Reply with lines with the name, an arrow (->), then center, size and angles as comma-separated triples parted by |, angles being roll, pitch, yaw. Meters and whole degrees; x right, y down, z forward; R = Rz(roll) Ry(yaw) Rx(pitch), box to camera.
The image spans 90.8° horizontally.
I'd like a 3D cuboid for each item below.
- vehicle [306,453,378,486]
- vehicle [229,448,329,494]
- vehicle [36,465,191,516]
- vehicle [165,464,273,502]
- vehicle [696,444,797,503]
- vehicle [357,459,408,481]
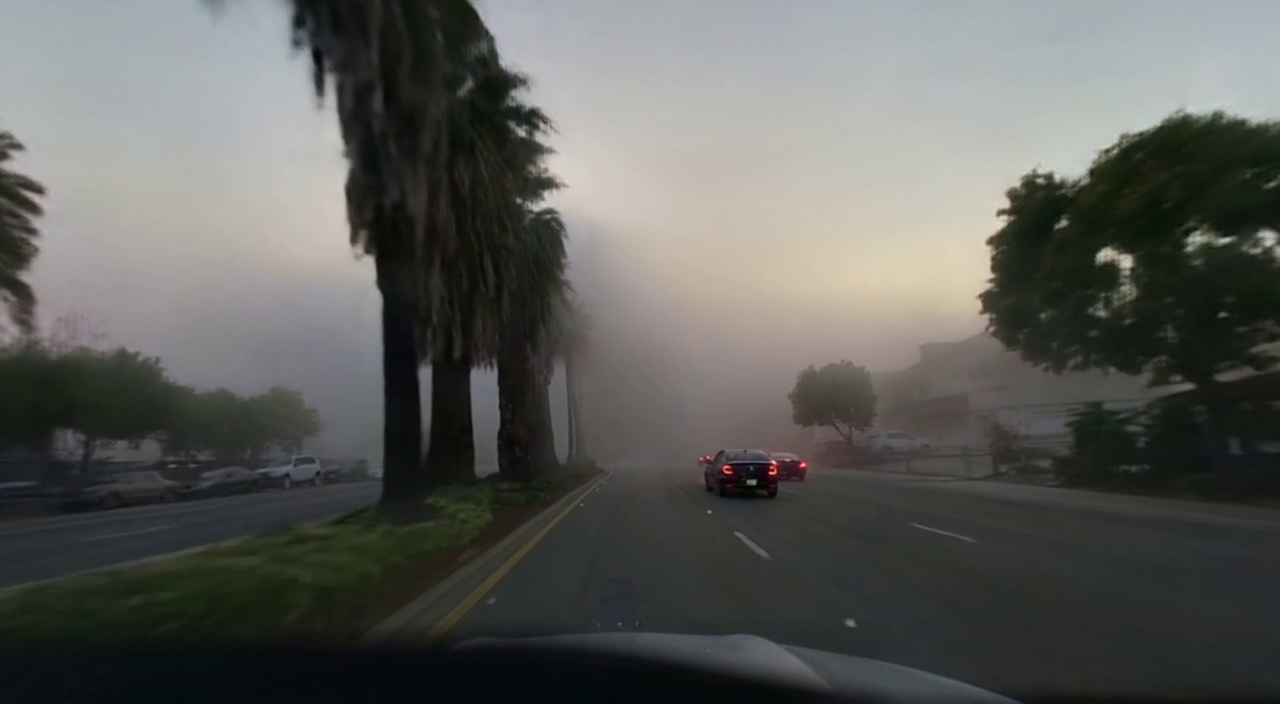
vehicle -> -19.216, 7.583, 41.078 | 2.056, 1.946, 5.498 | 0, -9, -1
vehicle -> -19.288, 6.342, 34.112 | 2.344, 2.232, 5.170 | 0, -9, 0
vehicle -> -18.969, 4.977, 23.089 | 1.811, 1.539, 4.560 | 0, -9, -2
vehicle -> -18.838, 5.861, 28.583 | 1.828, 1.472, 4.464 | 0, -9, 0
vehicle -> 2.918, 3.443, 18.396 | 1.989, 1.492, 4.689 | 0, -9, -2
vehicle -> -19.180, 8.800, 47.336 | 1.836, 1.476, 4.950 | 0, -9, -1
